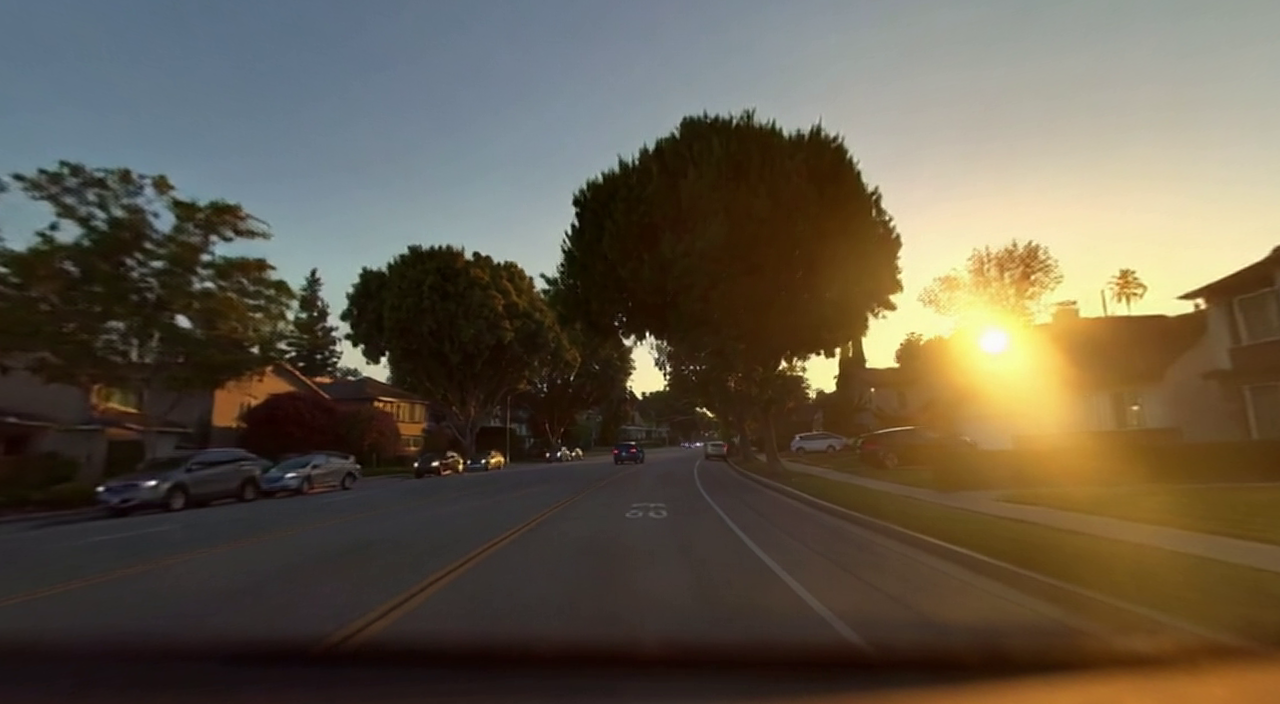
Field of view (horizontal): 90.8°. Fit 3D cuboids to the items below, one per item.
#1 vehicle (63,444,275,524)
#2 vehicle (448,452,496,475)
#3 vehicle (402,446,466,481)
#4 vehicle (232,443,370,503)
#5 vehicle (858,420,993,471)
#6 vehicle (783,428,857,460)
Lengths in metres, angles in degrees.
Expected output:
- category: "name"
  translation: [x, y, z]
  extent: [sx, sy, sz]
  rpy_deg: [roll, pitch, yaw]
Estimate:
- category: "vehicle"
  translation: [-13.923, 3.863, 19.287]
  extent: [2.157, 1.882, 5.479]
  rpy_deg: [-4, -8, 2]
- category: "vehicle"
  translation: [-11.765, 7.826, 44.519]
  extent: [1.695, 1.423, 4.371]
  rpy_deg: [-5, -9, 7]
- category: "vehicle"
  translation: [-12.587, 6.801, 38.856]
  extent: [2.009, 1.789, 4.449]
  rpy_deg: [-6, -9, 6]
- category: "vehicle"
  translation: [-13.556, 4.793, 25.820]
  extent: [2.114, 1.931, 5.936]
  rpy_deg: [-6, -8, 3]
- category: "vehicle"
  translation: [11.332, 3.727, 25.317]
  extent: [4.383, 1.602, 1.920]
  rpy_deg: [-5, -8, 2]
- category: "vehicle"
  translation: [12.658, 6.493, 44.651]
  extent: [4.463, 1.765, 1.960]
  rpy_deg: [-5, -8, 1]
